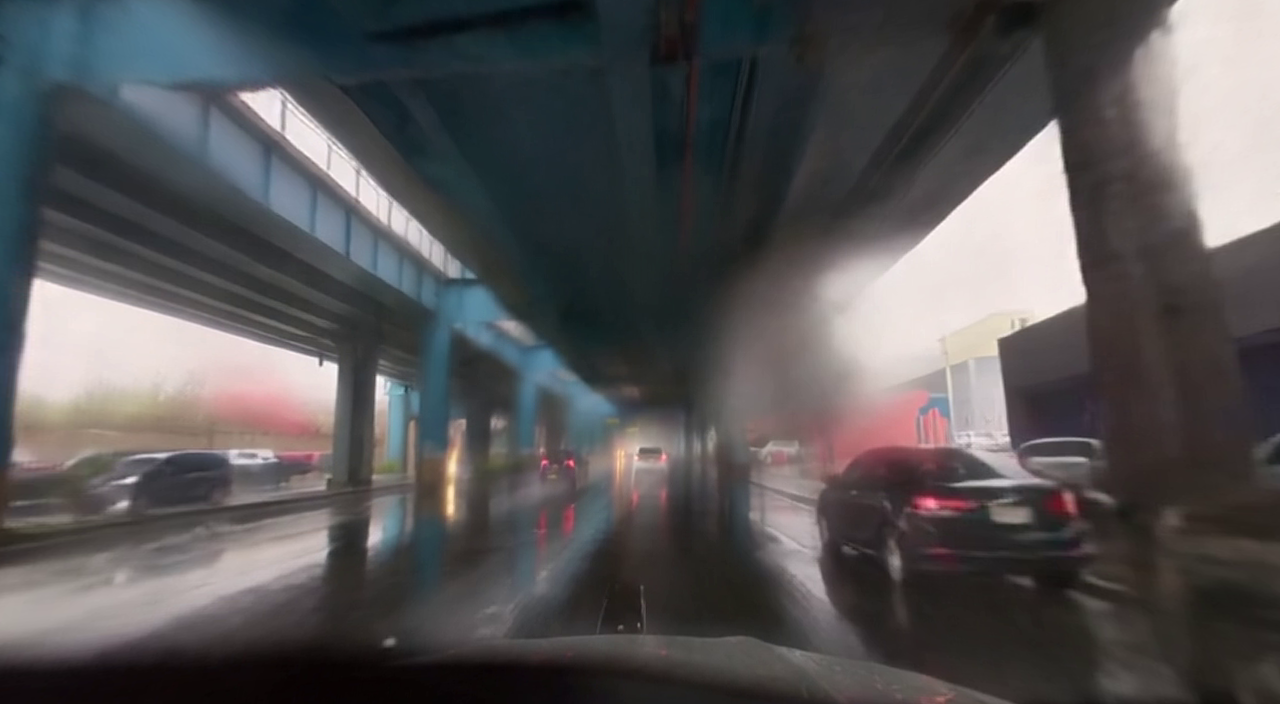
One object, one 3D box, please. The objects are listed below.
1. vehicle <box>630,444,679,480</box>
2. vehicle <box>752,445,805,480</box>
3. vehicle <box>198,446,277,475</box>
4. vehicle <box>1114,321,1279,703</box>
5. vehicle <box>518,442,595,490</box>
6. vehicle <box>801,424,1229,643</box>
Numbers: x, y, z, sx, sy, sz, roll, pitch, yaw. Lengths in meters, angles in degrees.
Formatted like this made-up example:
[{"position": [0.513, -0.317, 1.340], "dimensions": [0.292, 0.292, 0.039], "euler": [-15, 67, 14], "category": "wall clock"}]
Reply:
[{"position": [0.684, 5.151, 29.679], "dimensions": [2.155, 1.571, 3.734], "euler": [0, -9, 2], "category": "vehicle"}, {"position": [6.905, 5.524, 31.817], "dimensions": [2.023, 1.627, 3.971], "euler": [0, -9, 4], "category": "vehicle"}, {"position": [-27.588, 7.442, 43.575], "dimensions": [2.174, 1.824, 4.764], "euler": [1, -9, 2], "category": "vehicle"}, {"position": [3.336, 0.575, 0.872], "dimensions": [2.043, 1.796, 4.242], "euler": [0, -9, 1], "category": "vehicle"}, {"position": [-2.897, 4.072, 22.869], "dimensions": [2.024, 1.533, 4.549], "euler": [0, -9, 2], "category": "vehicle"}, {"position": [3.386, 1.713, 7.115], "dimensions": [2.090, 1.575, 4.690], "euler": [0, -9, 2], "category": "vehicle"}]
